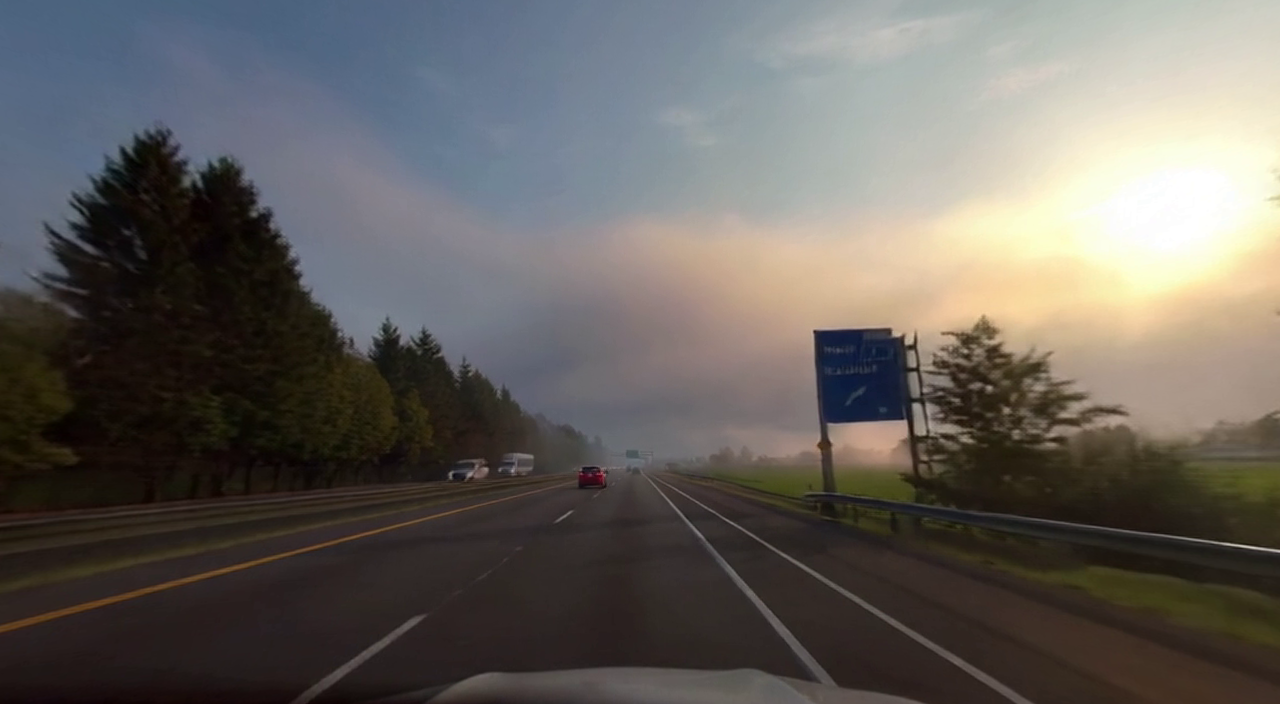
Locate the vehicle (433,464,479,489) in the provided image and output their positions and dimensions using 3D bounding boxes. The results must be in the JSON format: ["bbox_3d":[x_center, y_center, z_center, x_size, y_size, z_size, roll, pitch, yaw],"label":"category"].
[{"bbox_3d":[-12.248,8.338,42.213,1.834,1.541,3.969,1,-10,0],"label":"vehicle"}]

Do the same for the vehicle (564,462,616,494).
[{"bbox_3d":[-2.427,6.328,31.754,2.183,1.435,4.653,0,-10,1],"label":"vehicle"}]
